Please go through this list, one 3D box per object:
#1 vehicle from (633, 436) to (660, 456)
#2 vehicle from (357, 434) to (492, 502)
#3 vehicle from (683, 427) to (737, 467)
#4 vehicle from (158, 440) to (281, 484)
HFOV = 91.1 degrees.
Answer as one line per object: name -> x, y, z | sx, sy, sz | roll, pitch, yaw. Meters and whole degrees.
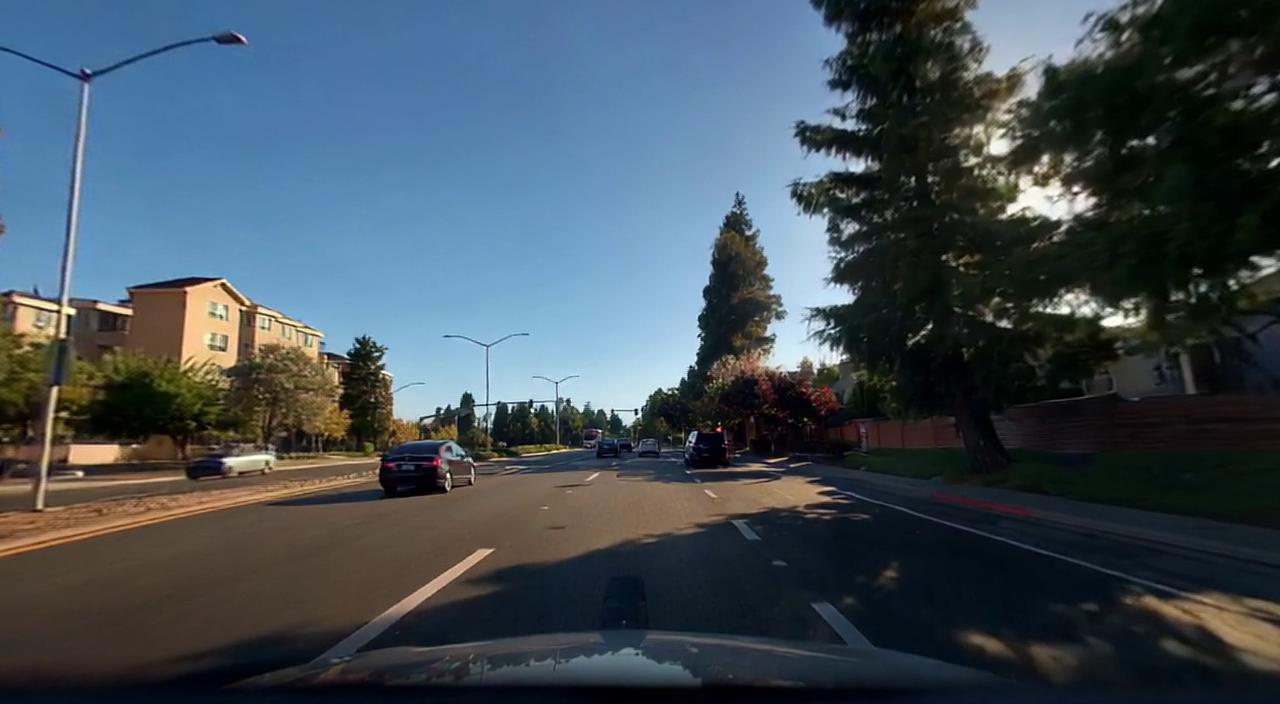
vehicle -> 0.483, 7.208, 48.013 | 2.021, 1.461, 3.862 | 0, -8, 0
vehicle -> -5.250, 2.875, 16.057 | 1.926, 1.465, 4.620 | 1, -8, -2
vehicle -> 3.484, 4.854, 32.175 | 2.141, 1.833, 4.704 | 0, -8, -1
vehicle -> -17.714, 4.616, 26.775 | 2.085, 1.700, 4.498 | 0, -8, 0
